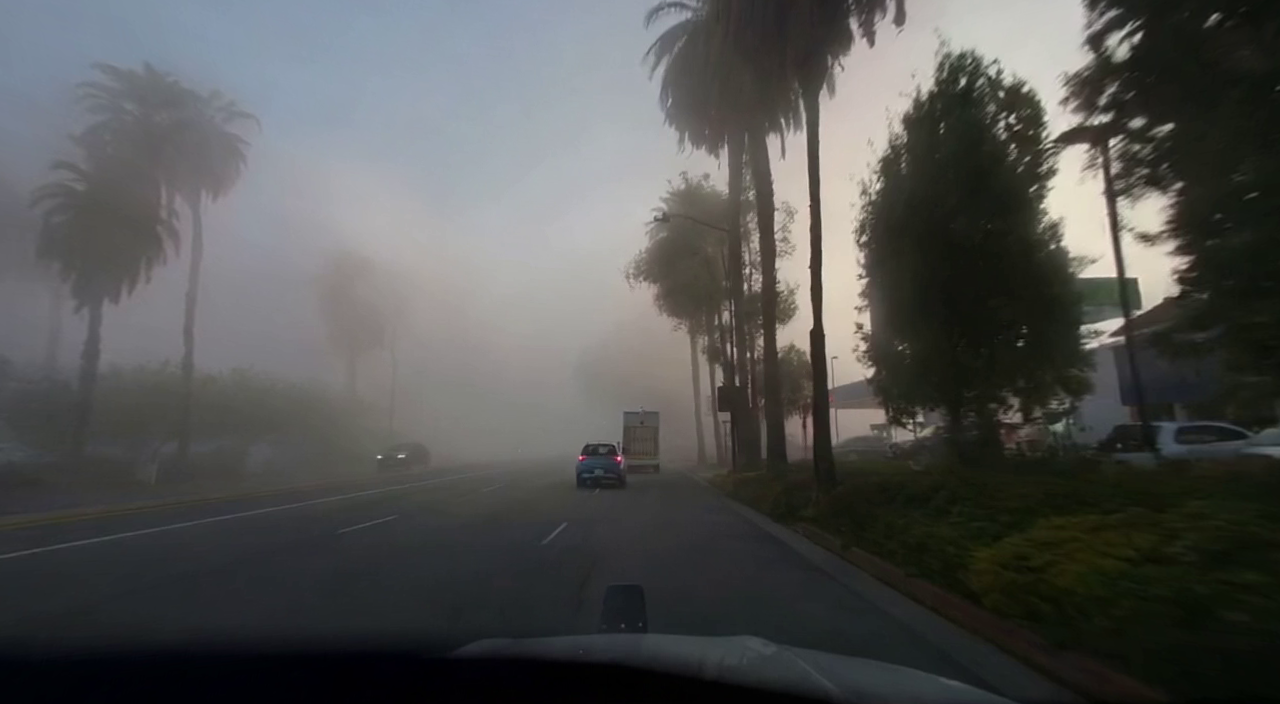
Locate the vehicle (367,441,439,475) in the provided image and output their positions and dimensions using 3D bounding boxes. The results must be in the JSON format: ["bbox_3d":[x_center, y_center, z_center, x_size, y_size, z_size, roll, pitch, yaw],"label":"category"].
[{"bbox_3d":[-12.140,5.435,32.444,1.895,1.592,4.305,0,-9,2],"label":"vehicle"}]

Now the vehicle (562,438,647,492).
[{"bbox_3d":[-0.951,3.479,19.680,2.145,1.483,4.453,0,-9,4],"label":"vehicle"}]

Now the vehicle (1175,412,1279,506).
[{"bbox_3d":[12.379,1.825,10.774,4.586,1.464,1.954,0,-9,-1],"label":"vehicle"}]

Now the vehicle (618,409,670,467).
[{"bbox_3d":[0.262,5.762,41.689,3.100,3.468,8.108,0,-9,0],"label":"vehicle"}]

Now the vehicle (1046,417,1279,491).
[{"bbox_3d":[11.756,2.213,13.686,4.474,1.486,1.897,0,-9,-2],"label":"vehicle"}]

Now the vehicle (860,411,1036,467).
[{"bbox_3d":[12.406,3.559,25.569,5.968,2.162,2.319,1,-9,-5],"label":"vehicle"}]
